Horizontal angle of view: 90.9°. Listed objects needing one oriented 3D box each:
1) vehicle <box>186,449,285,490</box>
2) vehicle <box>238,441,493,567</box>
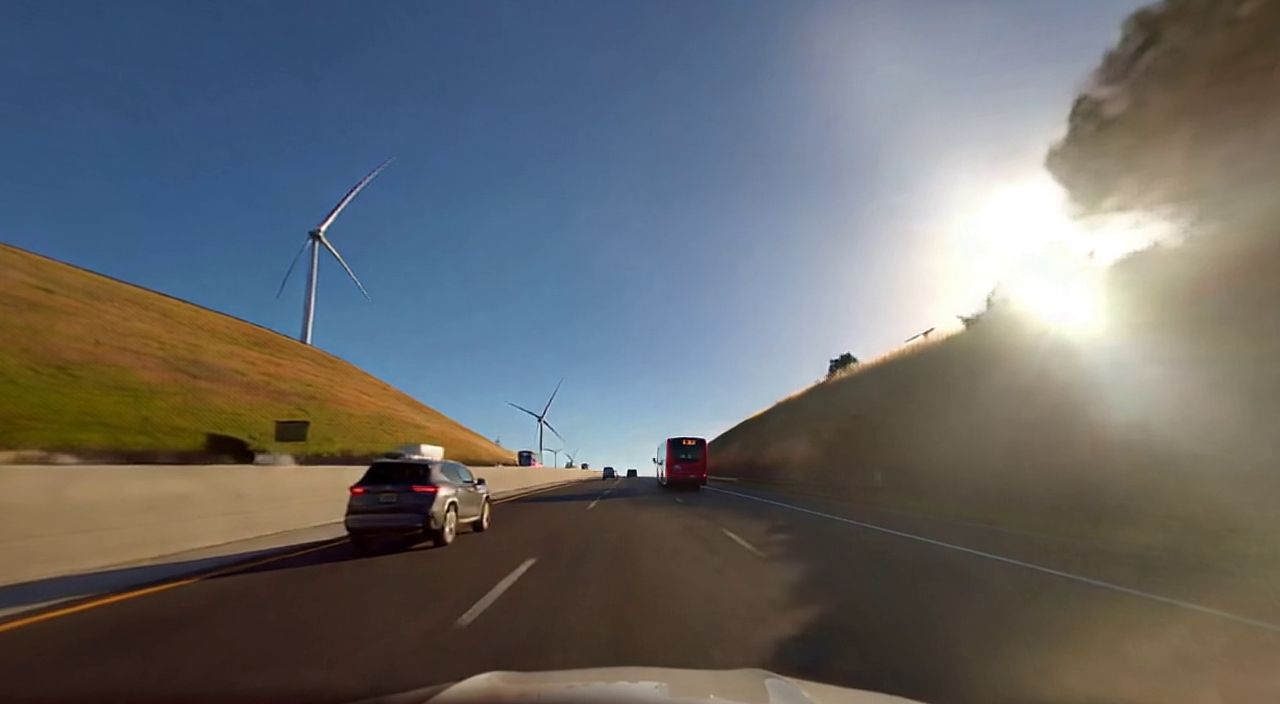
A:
[{"bbox_3d":[-19.433,5.685,30.529,1.922,1.778,4.263,1,-10,-1],"label":"vehicle"},{"bbox_3d":[-4.027,2.346,10.282,2.213,1.568,4.274,1,-10,0],"label":"vehicle"}]
